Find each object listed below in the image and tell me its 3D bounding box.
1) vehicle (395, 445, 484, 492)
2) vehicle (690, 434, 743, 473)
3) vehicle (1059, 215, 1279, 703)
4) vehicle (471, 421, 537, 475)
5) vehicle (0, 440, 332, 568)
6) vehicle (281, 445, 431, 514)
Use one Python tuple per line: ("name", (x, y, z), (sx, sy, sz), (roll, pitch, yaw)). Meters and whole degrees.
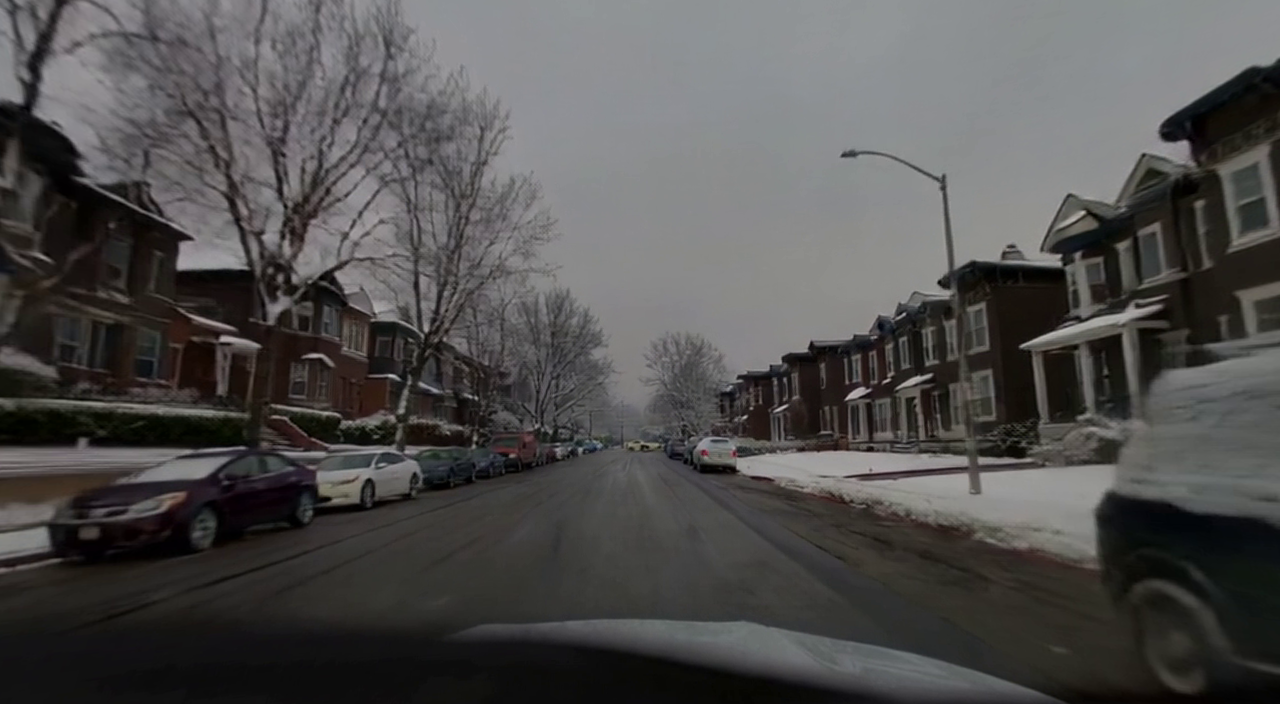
("vehicle", (-7.129, 4.157, 22.796), (1.832, 1.483, 4.140), (-1, -9, 0))
("vehicle", (4.111, 5.581, 34.676), (2.216, 1.955, 4.970), (0, -9, -1))
("vehicle", (3.992, 0.658, 3.109), (2.158, 2.478, 2.078), (0, -9, -3))
("vehicle", (-7.343, 5.339, 34.711), (2.341, 2.674, 5.753), (-1, -10, 0))
("vehicle", (-7.068, 2.256, 10.097), (2.003, 1.501, 4.779), (-1, -9, -2))
("vehicle", (-7.048, 3.189, 16.232), (1.845, 1.475, 4.495), (-1, -9, -1))
